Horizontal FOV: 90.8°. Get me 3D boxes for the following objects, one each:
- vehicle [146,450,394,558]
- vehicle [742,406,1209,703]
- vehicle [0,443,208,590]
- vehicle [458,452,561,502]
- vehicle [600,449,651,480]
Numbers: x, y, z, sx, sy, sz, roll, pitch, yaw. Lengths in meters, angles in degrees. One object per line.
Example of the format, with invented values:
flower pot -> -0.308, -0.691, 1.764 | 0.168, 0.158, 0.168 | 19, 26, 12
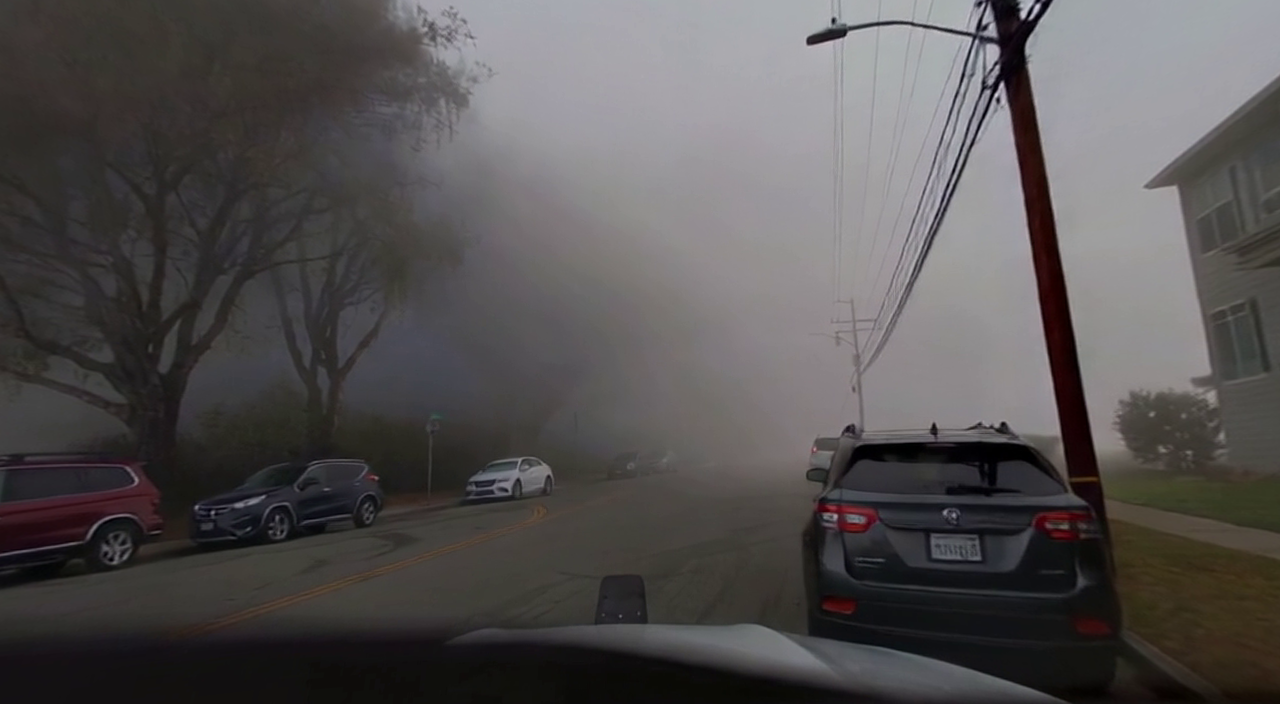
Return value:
vehicle -> -7.693, 3.171, 13.805 | 2.068, 1.745, 4.579 | -9, -11, 11
vehicle -> 2.187, 1.384, 5.387 | 2.030, 1.535, 4.683 | -2, -9, 16
vehicle -> -9.053, 2.327, 8.729 | 1.973, 1.848, 5.100 | -10, -11, 12
vehicle -> -5.056, 4.969, 25.150 | 2.017, 1.582, 4.664 | -9, -13, 14
vehicle -> -0.841, 7.038, 39.893 | 2.011, 1.801, 4.676 | -2, -9, 15
